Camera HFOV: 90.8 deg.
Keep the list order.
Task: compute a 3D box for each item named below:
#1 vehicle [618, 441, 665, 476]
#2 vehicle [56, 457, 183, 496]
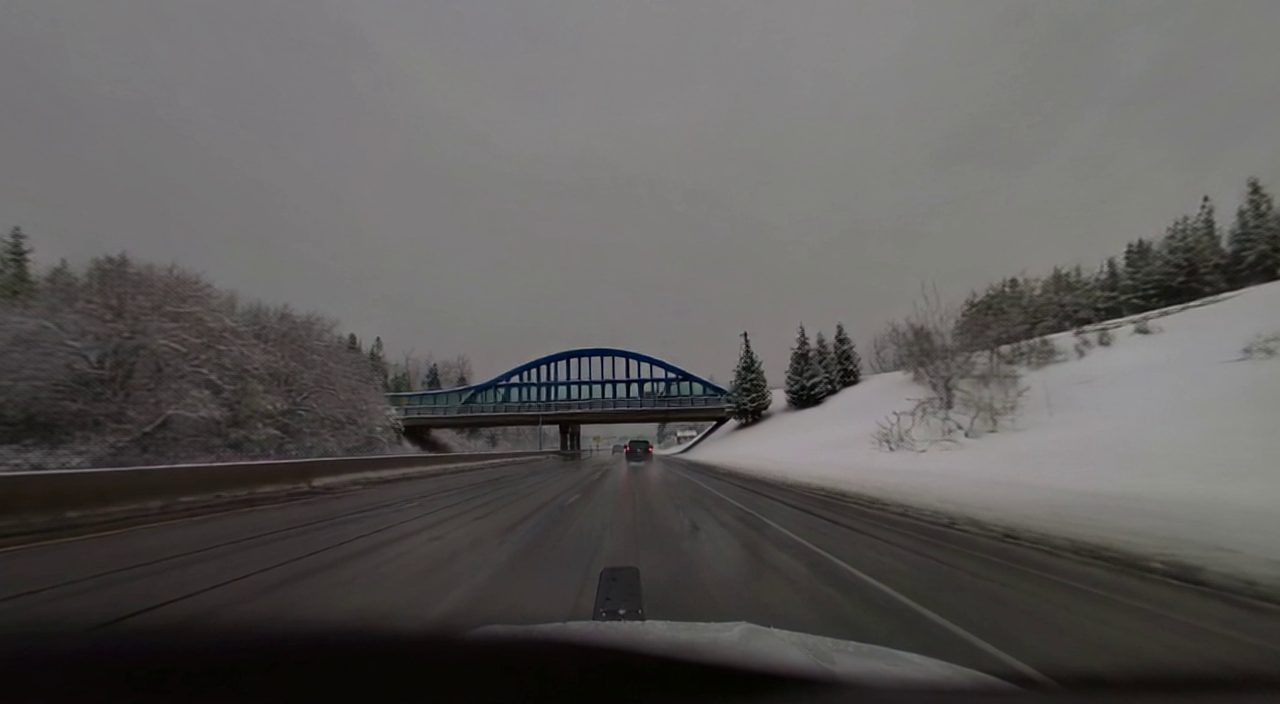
[{"bbox_3d":[0.037,5.623,33.576,2.299,1.716,4.579,0,-9,-1],"label":"vehicle"},{"bbox_3d":[-21.750,5.174,26.601,1.807,1.436,4.163,0,-9,-1],"label":"vehicle"}]
